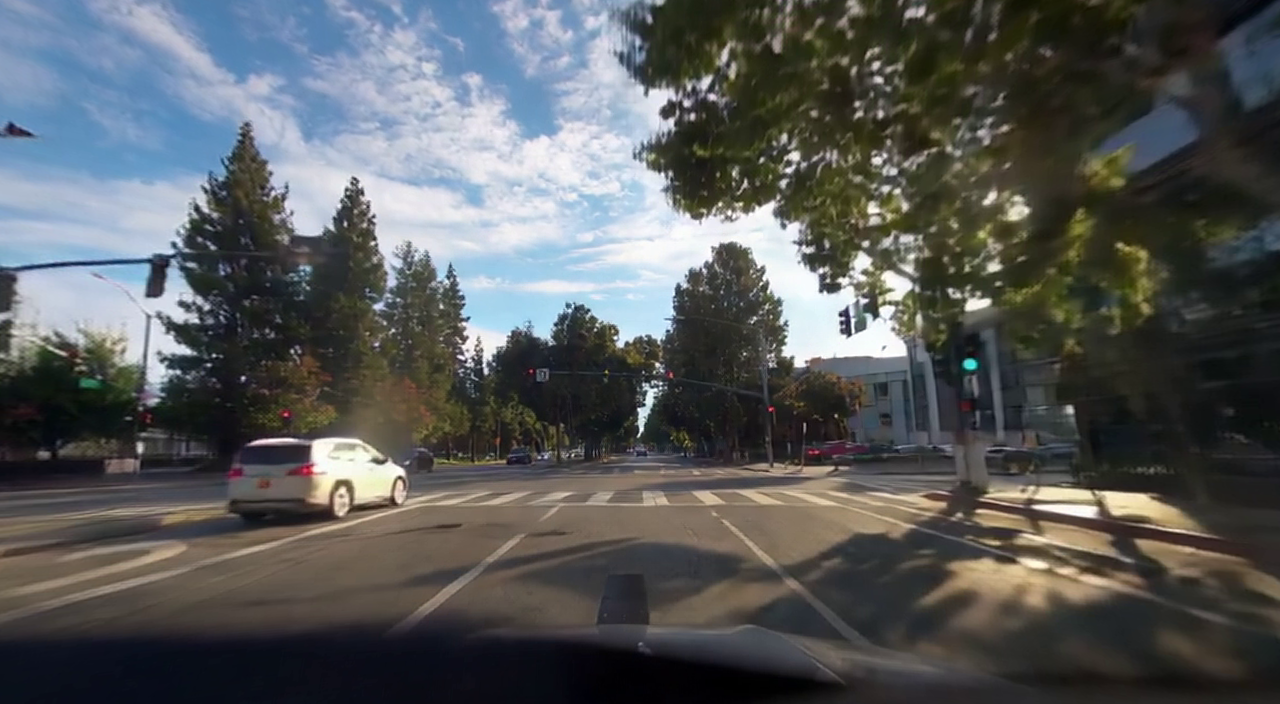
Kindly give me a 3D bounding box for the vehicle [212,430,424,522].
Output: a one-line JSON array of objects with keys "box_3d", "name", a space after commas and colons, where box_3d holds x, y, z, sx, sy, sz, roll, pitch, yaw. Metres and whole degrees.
[{"box_3d": [-6.471, 2.536, 13.457, 1.876, 1.570, 4.980, 0, -9, 0], "name": "vehicle"}]
